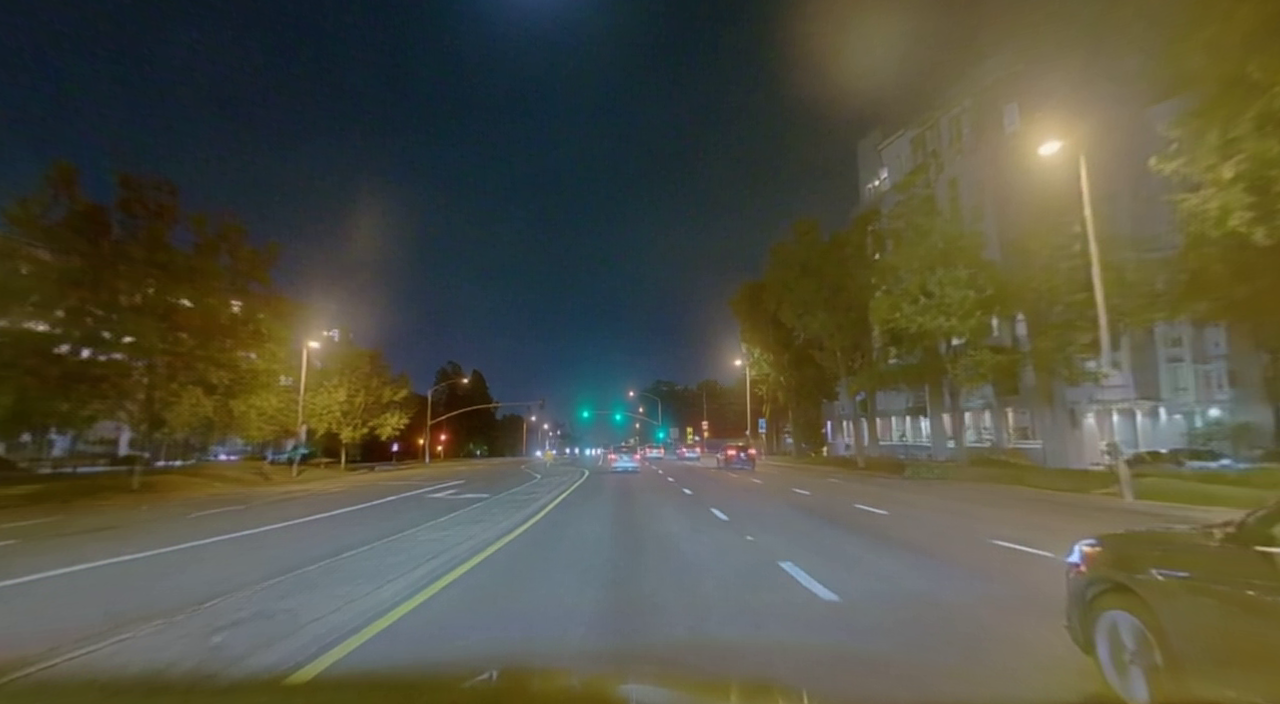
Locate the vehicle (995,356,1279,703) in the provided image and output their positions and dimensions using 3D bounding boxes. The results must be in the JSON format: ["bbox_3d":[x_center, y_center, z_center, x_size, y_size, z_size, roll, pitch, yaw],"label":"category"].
[{"bbox_3d":[3.478,0.779,2.018,1.893,1.664,4.670,0,-9,-1],"label":"vehicle"}]

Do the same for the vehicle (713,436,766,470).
[{"bbox_3d":[6.008,6.154,38.709,2.052,1.886,5.297,0,-9,-4],"label":"vehicle"}]

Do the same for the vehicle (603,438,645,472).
[{"bbox_3d":[-0.914,5.497,33.879,2.101,1.641,4.341,0,-9,-3],"label":"vehicle"}]
